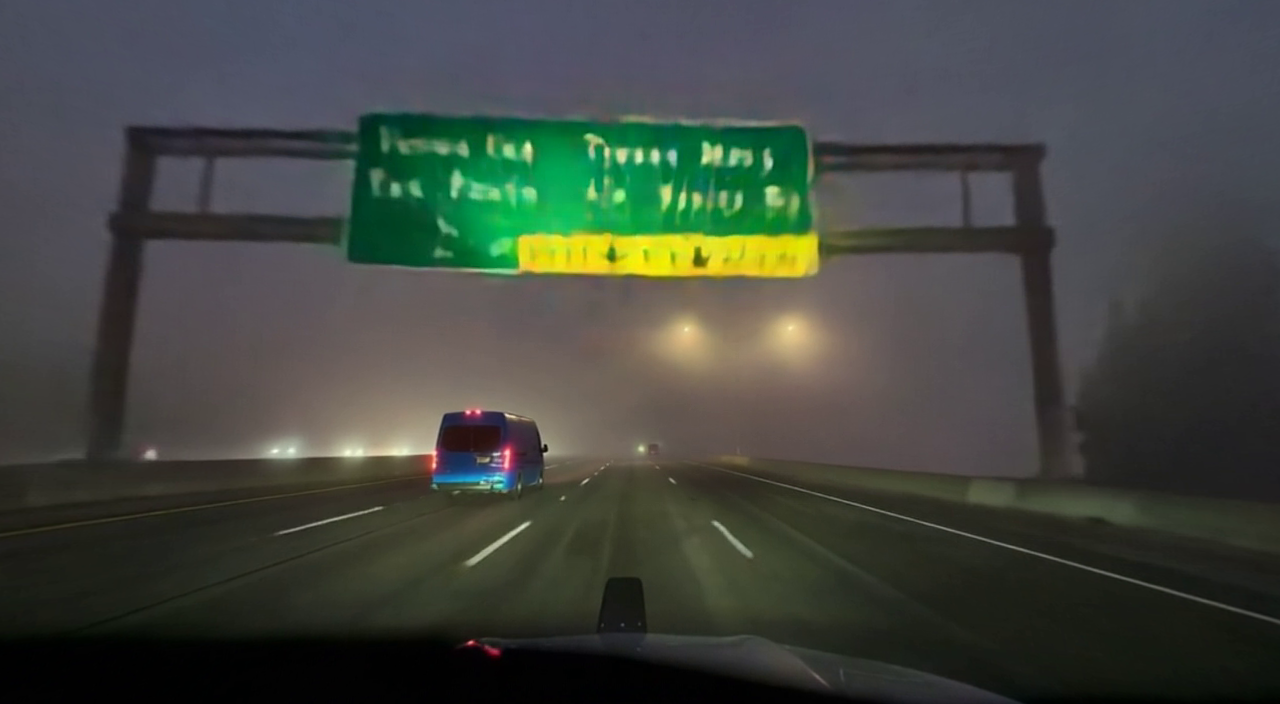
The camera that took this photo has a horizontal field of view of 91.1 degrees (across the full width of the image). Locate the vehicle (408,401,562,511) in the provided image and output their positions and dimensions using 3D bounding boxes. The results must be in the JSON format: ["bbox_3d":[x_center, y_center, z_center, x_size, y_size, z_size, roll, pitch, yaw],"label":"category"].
[{"bbox_3d":[-3.517,2.536,15.618,2.372,2.248,5.393,0,-9,1],"label":"vehicle"}]
